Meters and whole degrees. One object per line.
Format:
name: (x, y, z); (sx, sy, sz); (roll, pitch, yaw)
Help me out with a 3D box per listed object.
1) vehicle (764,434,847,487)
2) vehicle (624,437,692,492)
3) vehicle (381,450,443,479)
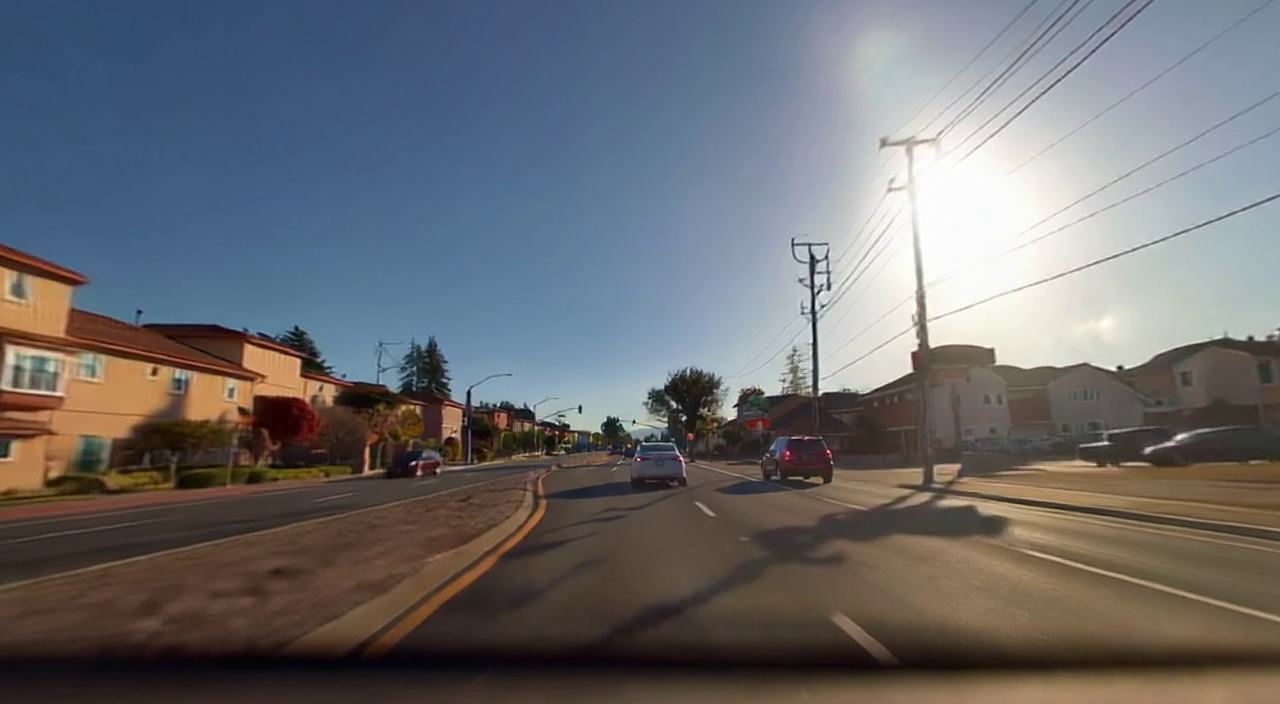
vehicle: (6.311, 4.186, 24.531); (2.061, 1.889, 4.268); (0, -9, 0)
vehicle: (0.551, 3.836, 21.838); (2.138, 1.702, 4.168); (0, -9, 0)
vehicle: (-13.948, 6.890, 38.772); (2.011, 1.670, 4.360); (-1, -9, 3)
